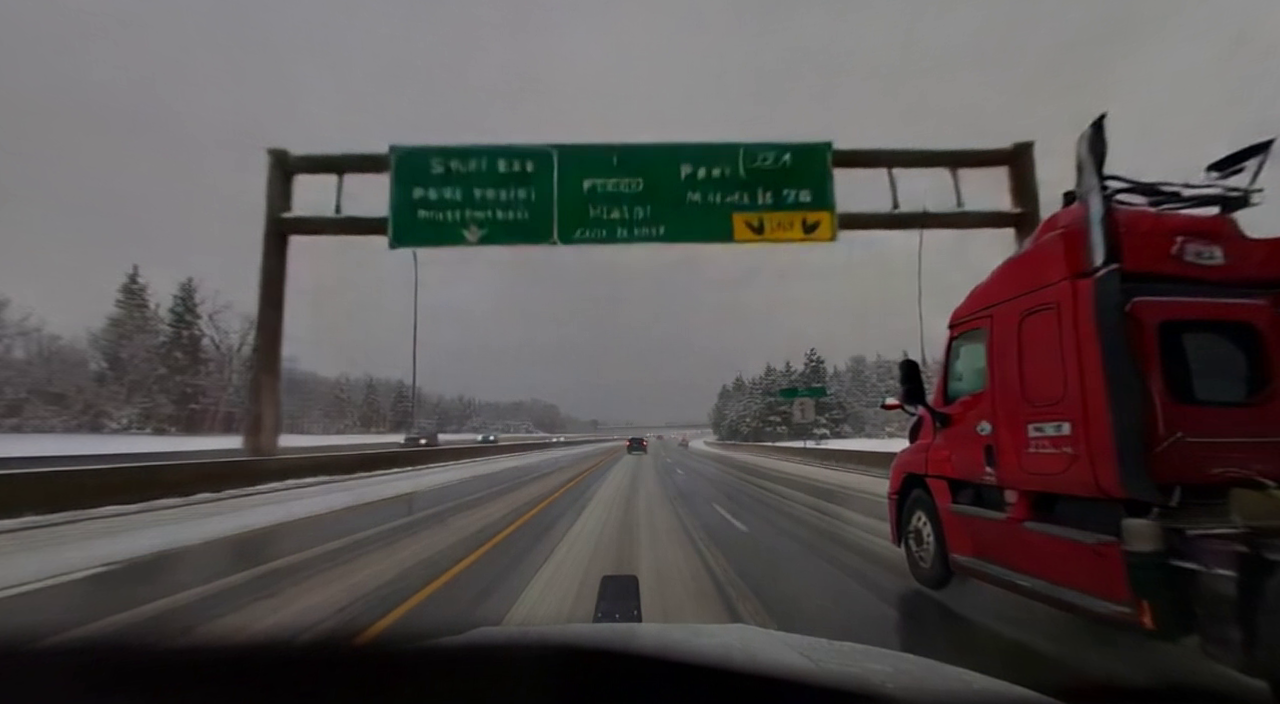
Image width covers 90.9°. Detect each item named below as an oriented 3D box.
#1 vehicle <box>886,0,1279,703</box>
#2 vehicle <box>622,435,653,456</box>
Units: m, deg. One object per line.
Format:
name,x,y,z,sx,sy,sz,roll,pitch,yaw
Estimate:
vehicle,3.698,-0.181,2.003,3.222,3.915,6.030,0,-8,-1
vehicle,-0.178,6.964,46.867,2.140,1.475,3.969,0,-8,0
